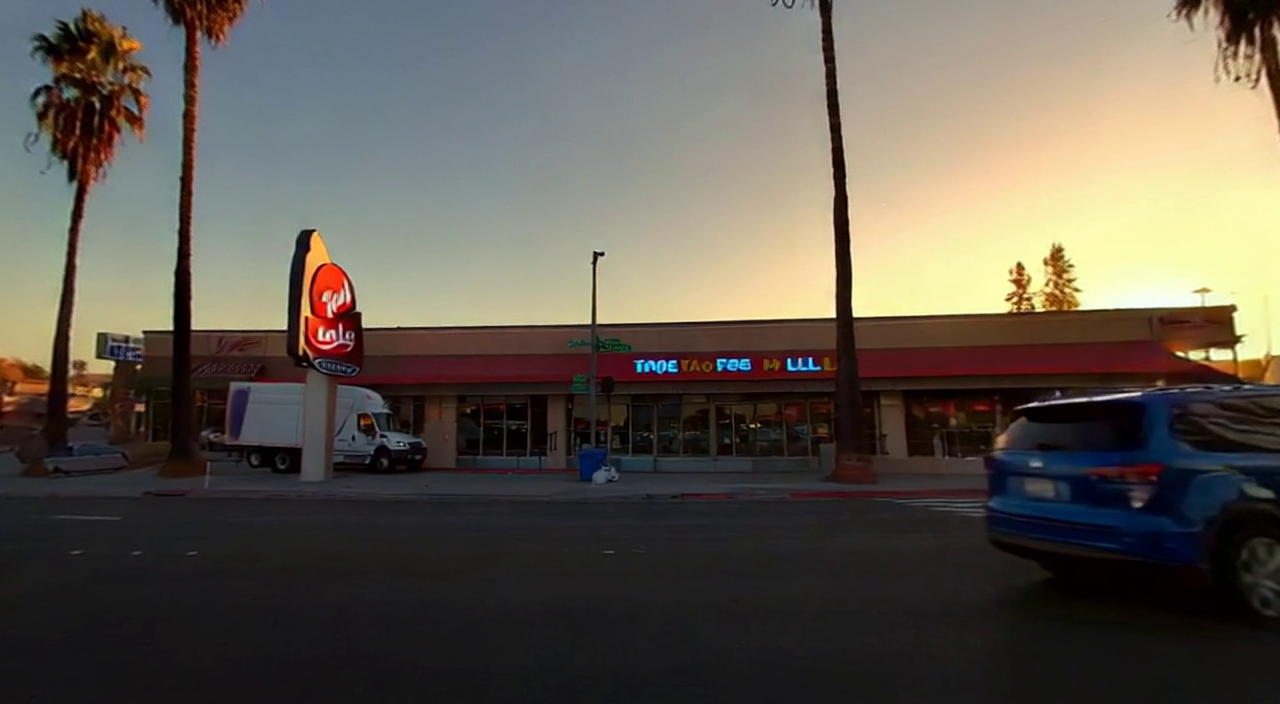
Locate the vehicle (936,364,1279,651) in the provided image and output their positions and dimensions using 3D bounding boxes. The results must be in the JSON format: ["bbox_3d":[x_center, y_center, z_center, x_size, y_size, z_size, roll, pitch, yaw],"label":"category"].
[{"bbox_3d":[5.133,1.085,4.960,4.493,1.728,2.137,0,-9,0],"label":"vehicle"}]

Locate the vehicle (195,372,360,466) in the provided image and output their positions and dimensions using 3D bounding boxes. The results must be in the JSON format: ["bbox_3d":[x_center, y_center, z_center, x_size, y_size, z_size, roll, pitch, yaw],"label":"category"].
[{"bbox_3d":[-16.951,3.376,30.448,3.034,3.929,7.699,0,-9,2],"label":"vehicle"}]
